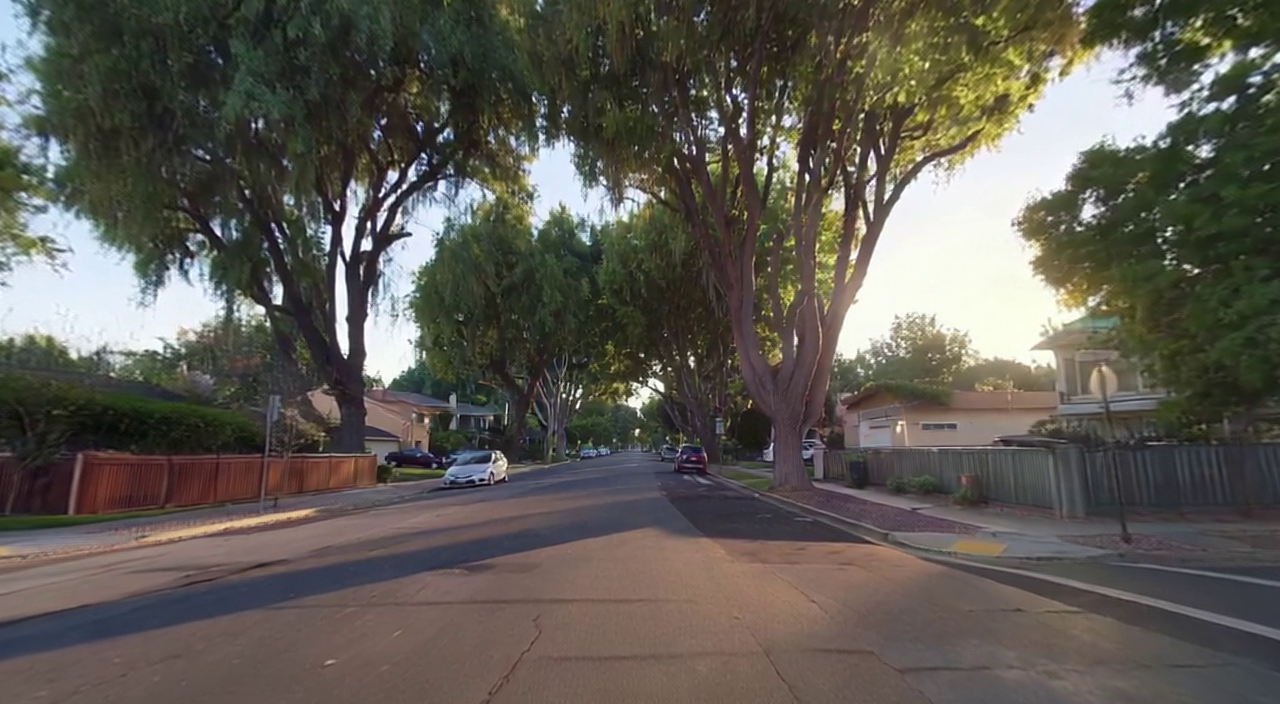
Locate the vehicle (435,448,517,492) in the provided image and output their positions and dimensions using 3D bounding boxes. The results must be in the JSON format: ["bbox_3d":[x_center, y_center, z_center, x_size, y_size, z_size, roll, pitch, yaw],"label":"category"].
[{"bbox_3d":[-6.609,4.776,25.960,2.099,1.399,4.357,-4,-7,1],"label":"vehicle"}]

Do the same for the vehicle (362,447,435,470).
[{"bbox_3d":[-16.561,7.291,43.439,4.276,1.463,1.832,-1,-8,6],"label":"vehicle"}]

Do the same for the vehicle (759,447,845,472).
[{"bbox_3d":[10.133,6.756,39.889,5.041,1.486,1.969,-1,-8,8],"label":"vehicle"}]

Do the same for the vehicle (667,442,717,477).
[{"bbox_3d":[2.896,6.129,36.352,2.241,1.875,5.059,1,-8,-2],"label":"vehicle"}]
